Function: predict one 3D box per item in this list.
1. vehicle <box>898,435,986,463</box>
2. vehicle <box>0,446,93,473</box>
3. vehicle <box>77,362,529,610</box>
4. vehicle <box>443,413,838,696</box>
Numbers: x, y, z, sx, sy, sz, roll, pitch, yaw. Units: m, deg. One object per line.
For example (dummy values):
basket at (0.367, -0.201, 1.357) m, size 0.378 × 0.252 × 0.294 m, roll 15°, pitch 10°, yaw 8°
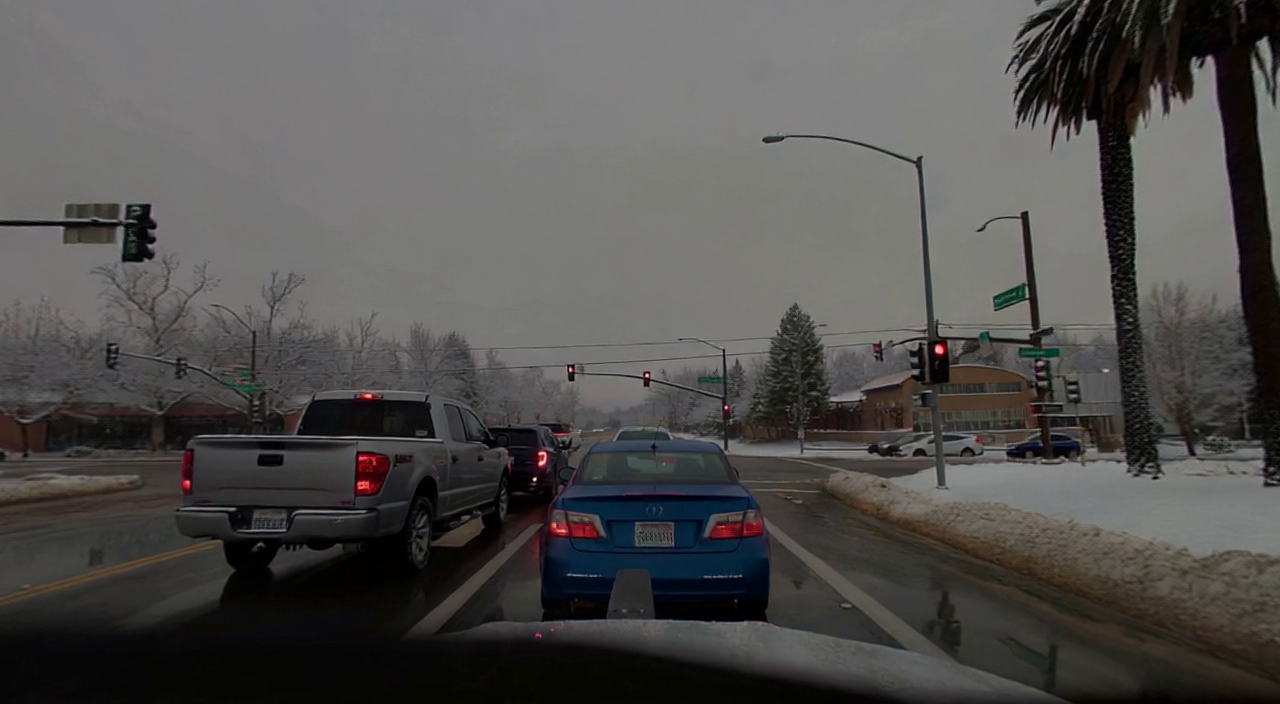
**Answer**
vehicle at (18.823, 6.063, 39.294) m, size 4.466 × 1.717 × 1.963 m, roll 0°, pitch -8°, yaw 2°
vehicle at (-37.059, 6.641, 38.876) m, size 4.576 × 1.617 × 1.937 m, roll 0°, pitch -8°, yaw 2°
vehicle at (-3.222, 1.476, 7.921) m, size 2.330 × 1.969 × 5.626 m, roll -1°, pitch -8°, yaw 3°
vehicle at (0.036, 1.399, 5.529) m, size 2.122 × 1.501 × 4.152 m, roll 0°, pitch -8°, yaw 1°
